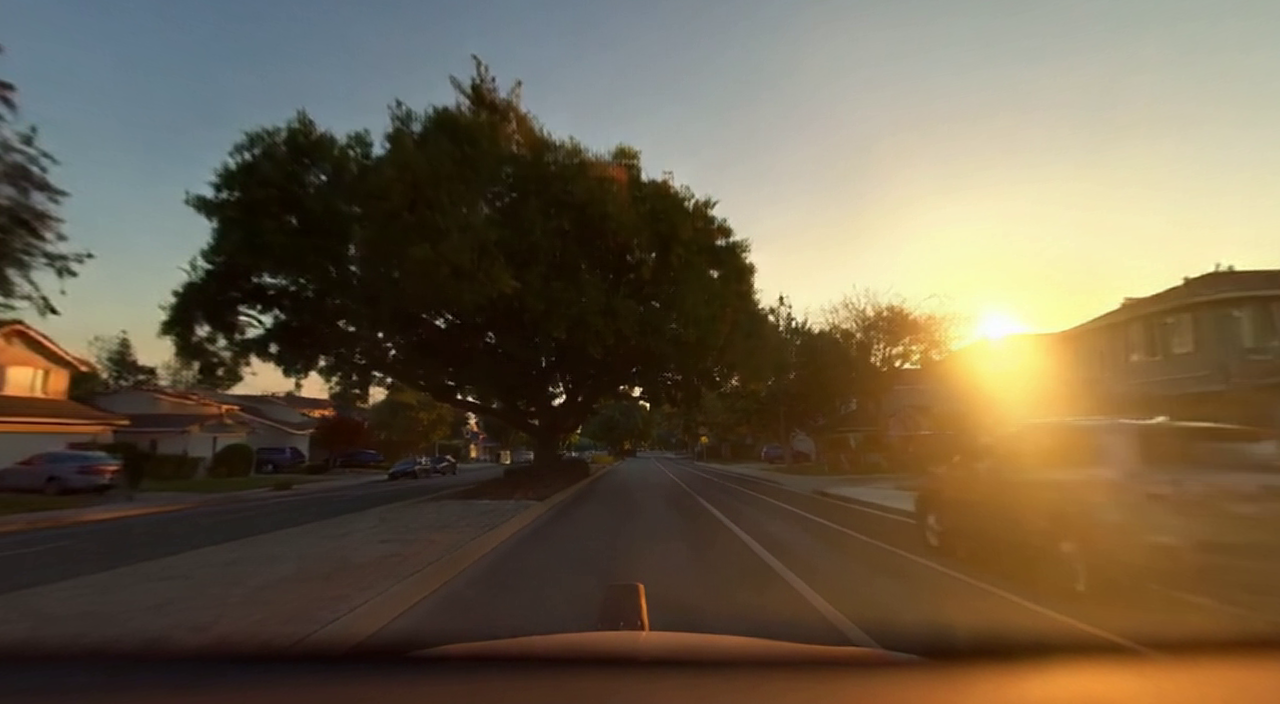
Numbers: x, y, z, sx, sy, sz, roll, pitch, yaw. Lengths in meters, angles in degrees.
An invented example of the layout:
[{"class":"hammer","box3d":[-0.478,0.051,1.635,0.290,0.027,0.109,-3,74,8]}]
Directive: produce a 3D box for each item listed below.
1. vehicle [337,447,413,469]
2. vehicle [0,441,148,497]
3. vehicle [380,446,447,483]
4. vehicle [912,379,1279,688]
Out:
[{"class":"vehicle","box3d":[-20.895,8.354,49.895,4.971,1.664,2.273,0,-9,-1]},{"class":"vehicle","box3d":[-20.863,4.165,22.625,4.698,1.862,2.116,-1,-9,3]},{"class":"vehicle","box3d":[-12.564,6.241,35.346,2.003,1.804,4.554,-1,-7,1]},{"class":"vehicle","box3d":[4.814,1.408,6.065,2.196,1.801,4.778,0,-9,-1]}]
